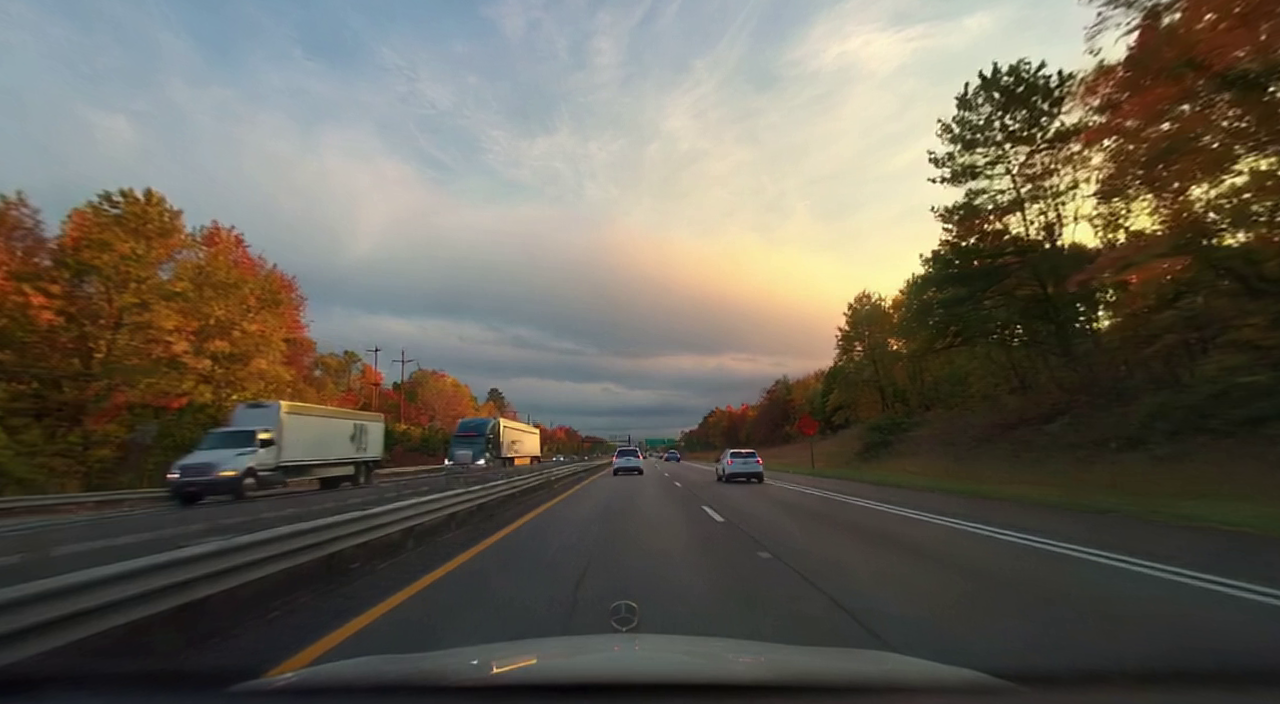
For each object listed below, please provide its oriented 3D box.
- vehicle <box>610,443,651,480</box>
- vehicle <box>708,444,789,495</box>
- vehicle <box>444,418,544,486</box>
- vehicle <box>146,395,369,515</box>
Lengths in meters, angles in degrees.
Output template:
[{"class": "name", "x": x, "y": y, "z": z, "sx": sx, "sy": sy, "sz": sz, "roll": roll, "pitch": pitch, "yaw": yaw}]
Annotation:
[{"class": "vehicle", "x": -0.469, "y": 5.569, "z": 32.139, "sx": 1.937, "sy": 1.699, "sz": 3.936, "roll": 0, "pitch": -9, "yaw": 0}, {"class": "vehicle", "x": 3.531, "y": 3.889, "z": 21.172, "sx": 1.843, "sy": 1.505, "sz": 4.339, "roll": 0, "pitch": -9, "yaw": -1}, {"class": "vehicle", "x": -9.206, "y": 6.687, "z": 42.390, "sx": 2.893, "sy": 3.609, "sz": 16.653, "roll": 0, "pitch": -9, "yaw": 0}, {"class": "vehicle", "x": -13.577, "y": 3.786, "z": 23.597, "sx": 2.794, "sy": 3.610, "sz": 8.879, "roll": 0, "pitch": -9, "yaw": -1}]
